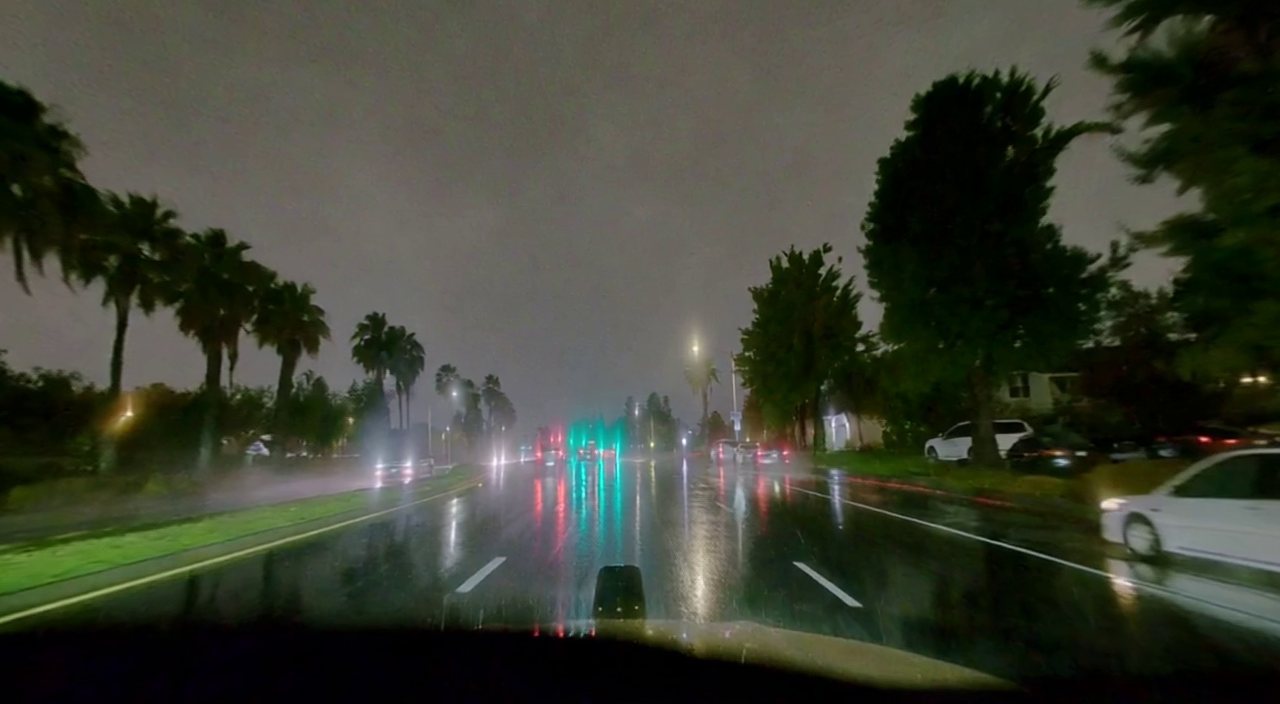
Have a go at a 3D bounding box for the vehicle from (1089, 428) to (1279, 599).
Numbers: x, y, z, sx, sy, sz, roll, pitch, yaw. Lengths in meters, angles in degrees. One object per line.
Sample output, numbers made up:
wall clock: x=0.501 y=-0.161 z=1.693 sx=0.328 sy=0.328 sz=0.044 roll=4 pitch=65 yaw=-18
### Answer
vehicle: x=6.562 y=1.387 z=5.368 sx=2.008 sy=1.467 sz=4.721 roll=0 pitch=-8 yaw=0

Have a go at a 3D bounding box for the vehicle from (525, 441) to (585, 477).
vehicle: x=-3.740 y=4.821 z=28.692 sx=2.108 sy=1.475 sz=4.555 roll=0 pitch=-8 yaw=0

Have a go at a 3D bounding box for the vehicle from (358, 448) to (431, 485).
vehicle: x=-12.066 y=5.622 z=31.355 sx=2.152 sy=1.509 sz=3.954 roll=-4 pitch=-8 yaw=-2

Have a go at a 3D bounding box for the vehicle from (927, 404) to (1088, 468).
vehicle: x=13.132 y=3.110 z=23.188 sx=2.370 sy=1.936 sz=5.507 roll=-3 pitch=-8 yaw=-2

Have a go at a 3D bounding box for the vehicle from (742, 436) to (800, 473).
vehicle: x=6.492 y=5.116 z=31.817 sx=1.962 sy=1.725 sz=4.257 roll=0 pitch=-8 yaw=0
